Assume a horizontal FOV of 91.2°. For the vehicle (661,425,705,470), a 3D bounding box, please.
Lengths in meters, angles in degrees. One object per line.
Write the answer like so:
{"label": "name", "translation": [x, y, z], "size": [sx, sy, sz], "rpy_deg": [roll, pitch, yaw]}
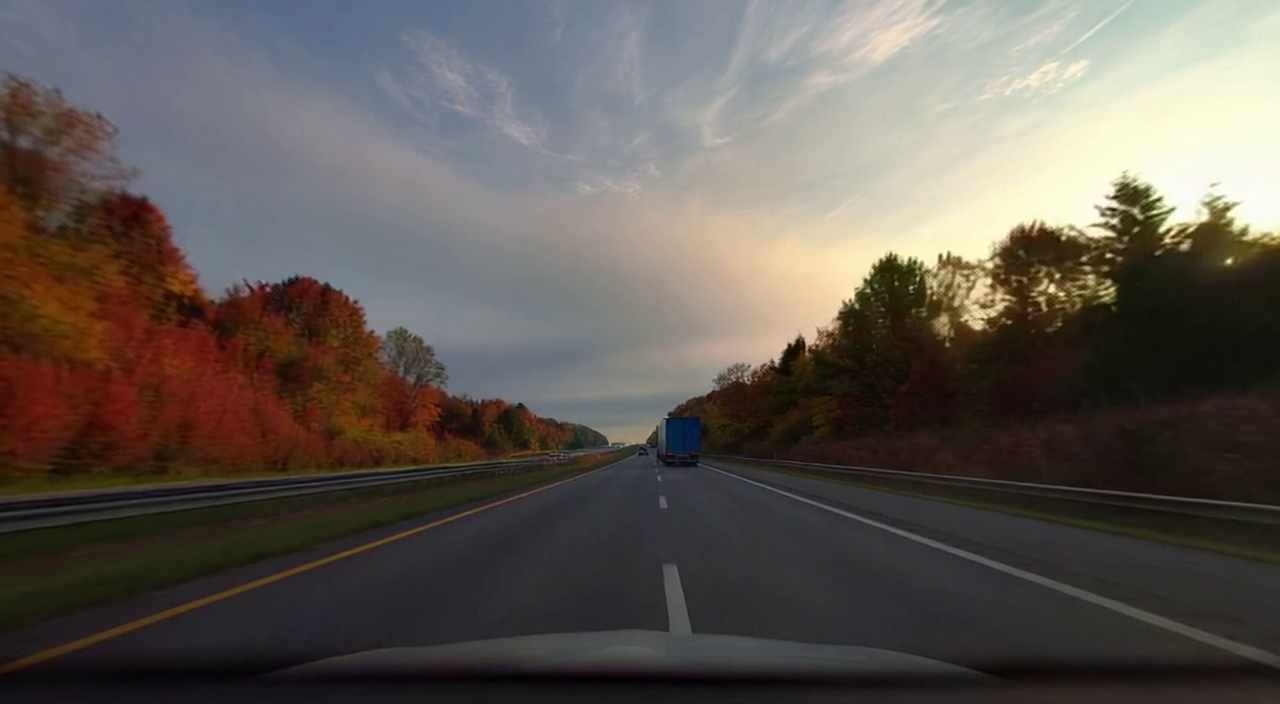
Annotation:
{"label": "vehicle", "translation": [2.984, 6.907, 45.288], "size": [2.697, 2.980, 6.749], "rpy_deg": [0, -9, 0]}
